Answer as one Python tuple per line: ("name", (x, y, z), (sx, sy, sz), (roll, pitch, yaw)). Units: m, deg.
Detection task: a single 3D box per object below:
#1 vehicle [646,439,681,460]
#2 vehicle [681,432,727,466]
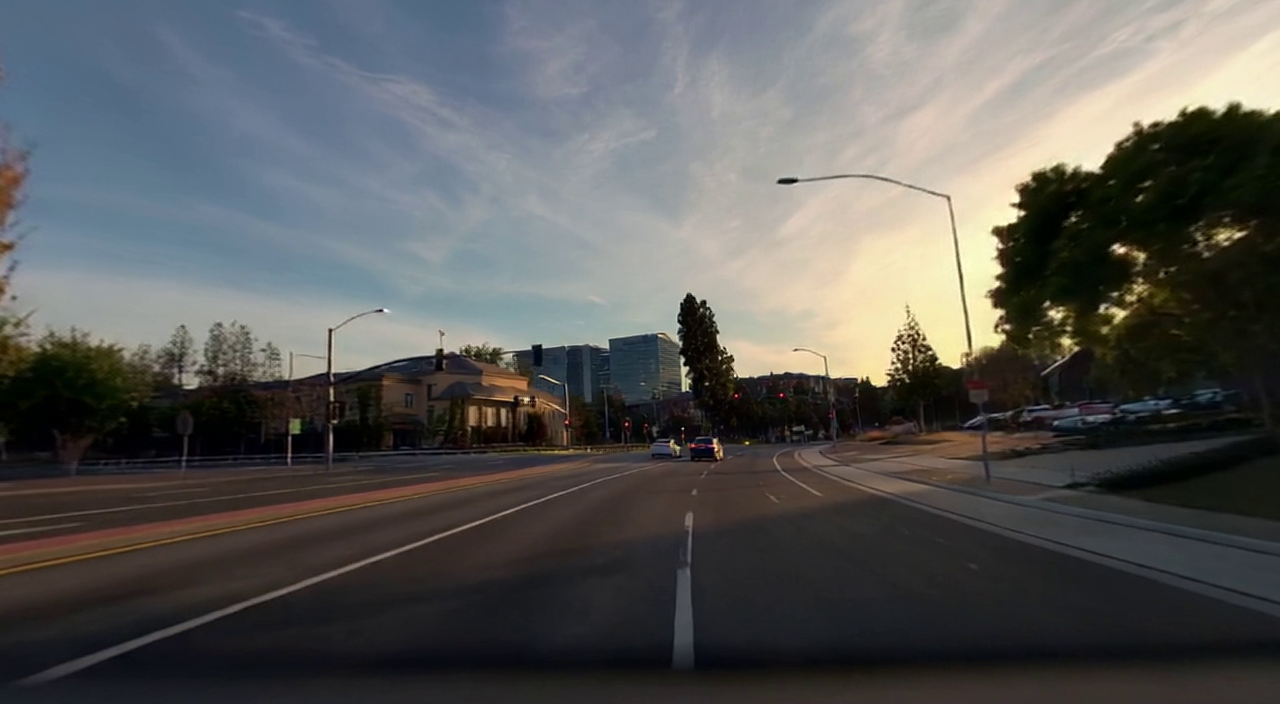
("vehicle", (1.797, 7.338, 47.424), (1.952, 1.472, 4.312), (-2, -9, 11))
("vehicle", (4.020, 5.951, 38.942), (2.356, 1.931, 4.840), (-2, -9, 11))
